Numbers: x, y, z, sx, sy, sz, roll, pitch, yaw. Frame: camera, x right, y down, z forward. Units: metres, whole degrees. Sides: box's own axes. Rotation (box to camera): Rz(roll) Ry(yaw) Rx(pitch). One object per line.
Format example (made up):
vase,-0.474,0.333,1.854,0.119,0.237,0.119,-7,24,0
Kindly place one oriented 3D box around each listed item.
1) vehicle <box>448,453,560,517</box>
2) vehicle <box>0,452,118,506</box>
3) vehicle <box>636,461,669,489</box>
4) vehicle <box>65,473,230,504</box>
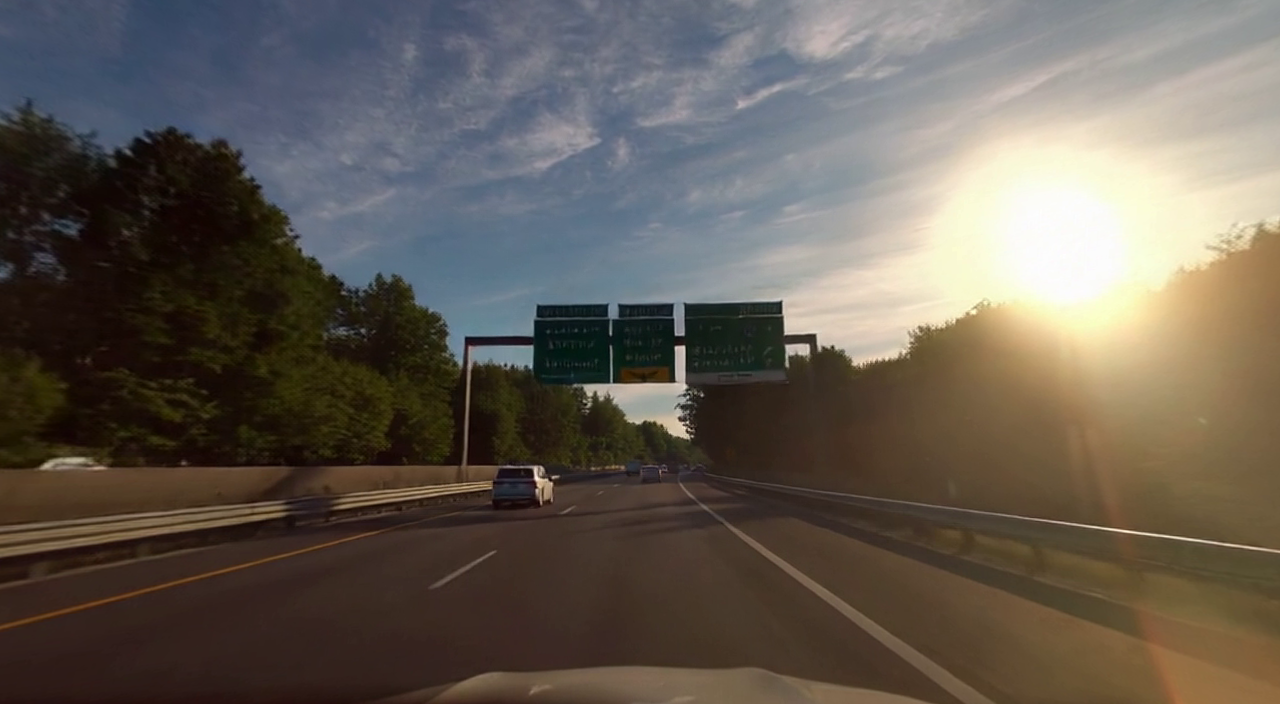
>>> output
vehicle,-3.721,3.778,18.201,2.063,1.556,4.740,1,-10,1
vehicle,-22.125,4.525,22.670,1.950,1.762,5.268,1,-10,2
vehicle,0.863,7.861,40.326,2.000,1.594,3.996,1,-10,3
vehicle,-22.081,6.159,28.784,2.307,1.181,6.414,1,-10,2
